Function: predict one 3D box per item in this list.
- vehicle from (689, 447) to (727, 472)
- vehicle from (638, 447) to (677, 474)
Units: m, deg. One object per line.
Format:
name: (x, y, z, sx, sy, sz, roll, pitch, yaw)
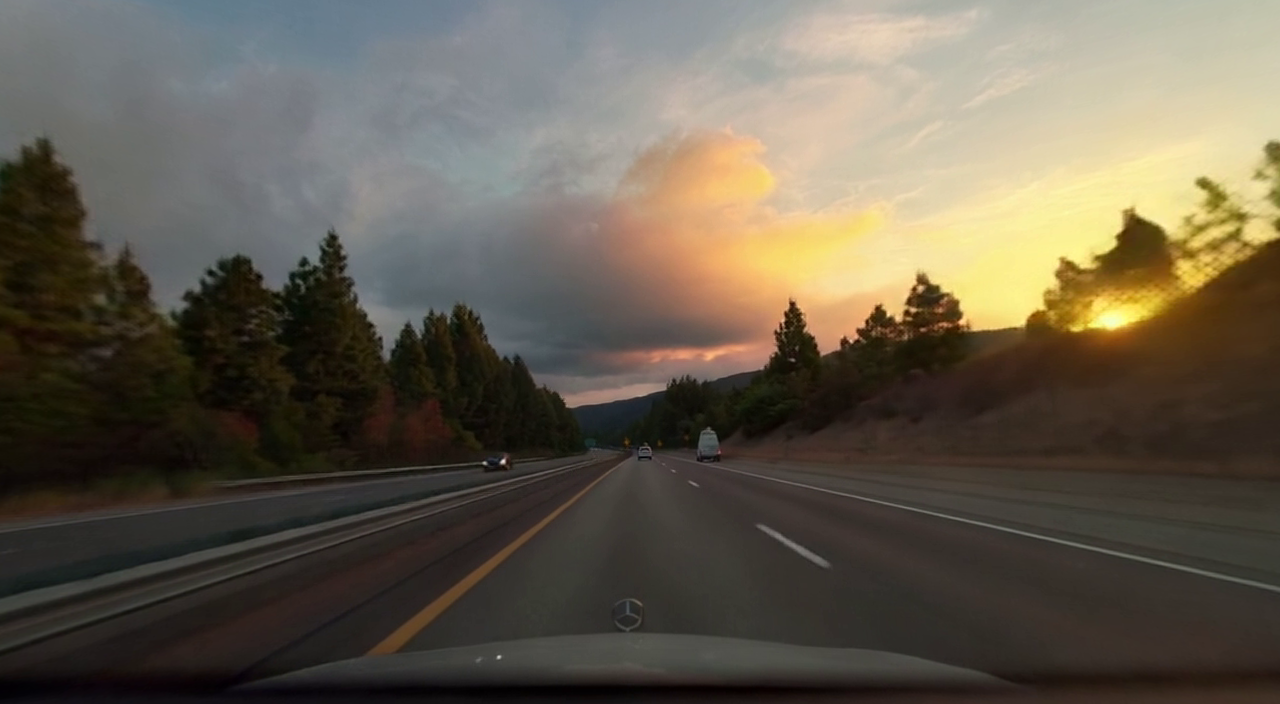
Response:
vehicle: (4.280, 6.853, 40.236, 1.846, 1.485, 3.679, 0, -9, -3)
vehicle: (0.962, 6.406, 37.274, 2.162, 1.492, 3.975, 0, -9, -1)
